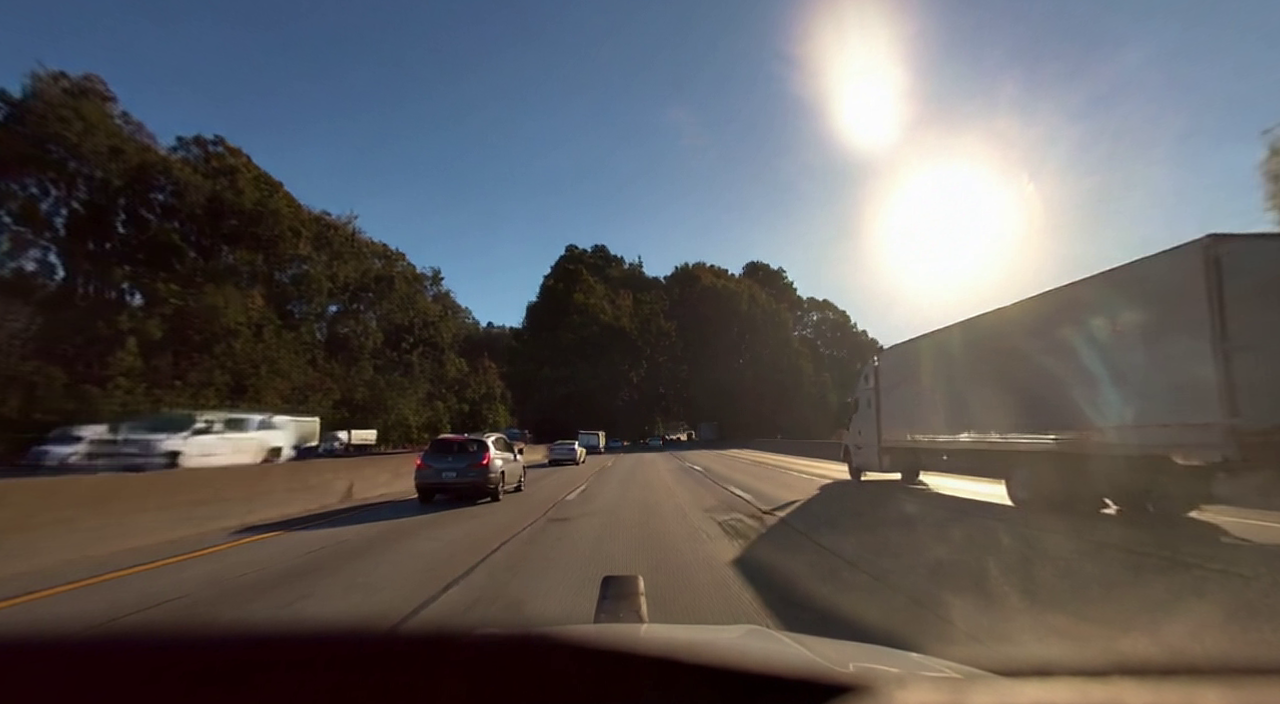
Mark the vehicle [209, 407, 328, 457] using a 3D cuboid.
[{"bbox_3d":[-27.420,6.036,47.254,3.004,3.311,9.145,0,-8,2],"label":"vehicle"}]

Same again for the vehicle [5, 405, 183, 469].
[{"bbox_3d":[-31.945,5.085,37.583,2.853,3.353,8.451,0,-8,1],"label":"vehicle"}]

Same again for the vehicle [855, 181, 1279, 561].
[{"bbox_3d":[8.296,0.972,12.537,2.866,4.100,14.057,0,-8,-1],"label":"vehicle"}]

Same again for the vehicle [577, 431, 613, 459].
[{"bbox_3d":[-3.014,6.297,42.796,2.064,1.826,4.263,0,-8,1],"label":"vehicle"}]

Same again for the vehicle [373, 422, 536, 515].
[{"bbox_3d":[-3.633,2.348,13.289,2.137,1.618,4.209,0,-8,0],"label":"vehicle"}]

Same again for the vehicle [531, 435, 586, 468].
[{"bbox_3d":[-3.836,4.759,30.311,2.013,1.460,4.027,0,-8,1],"label":"vehicle"}]

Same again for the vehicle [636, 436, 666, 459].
[{"bbox_3d":[0.760,6.633,44.006,2.004,1.465,3.842,0,-8,0],"label":"vehicle"}]
